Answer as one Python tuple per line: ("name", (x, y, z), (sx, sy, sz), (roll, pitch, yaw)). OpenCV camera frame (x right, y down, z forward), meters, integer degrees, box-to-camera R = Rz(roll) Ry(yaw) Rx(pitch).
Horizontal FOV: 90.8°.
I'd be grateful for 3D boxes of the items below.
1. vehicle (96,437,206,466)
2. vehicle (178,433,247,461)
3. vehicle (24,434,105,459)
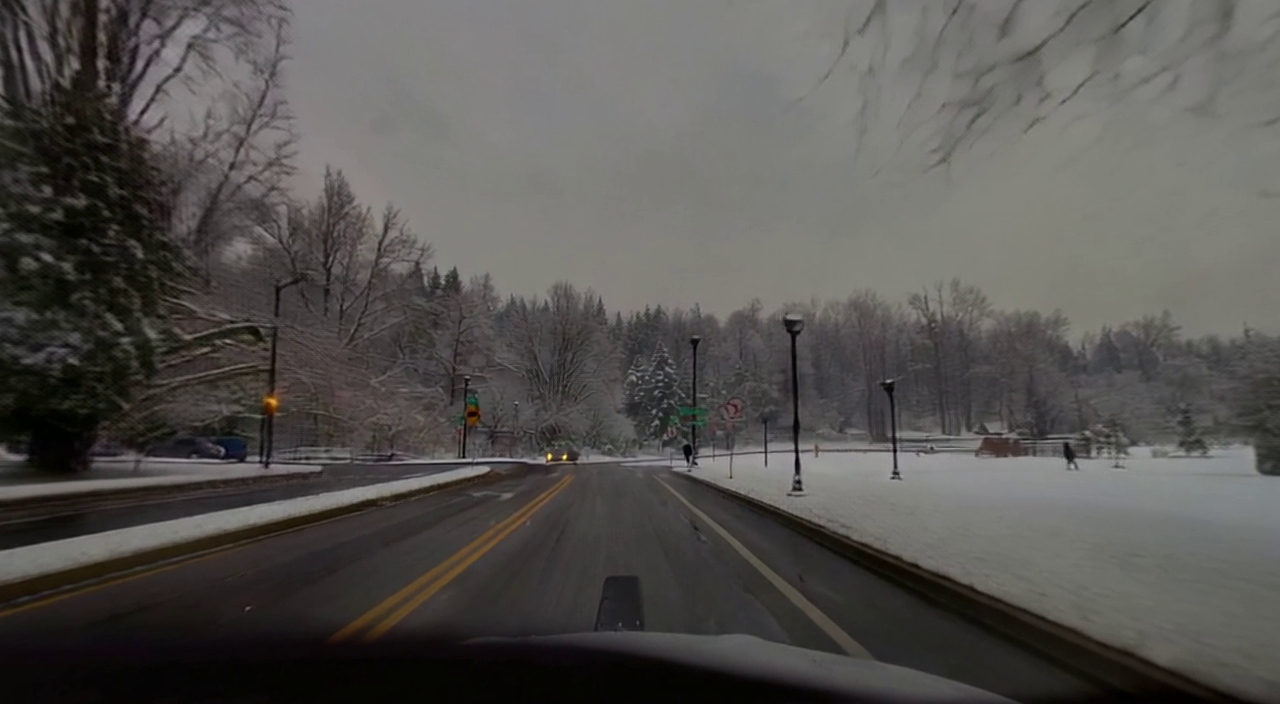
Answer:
("vehicle", (-26.994, 5.481, 34.983), (4.534, 1.488, 1.930), (-1, -8, 2))
("vehicle", (-29.409, 6.563, 43.644), (1.922, 1.805, 4.208), (0, -8, -2))
("vehicle", (-39.450, 6.493, 43.453), (1.828, 1.553, 3.924), (1, -8, 0))
